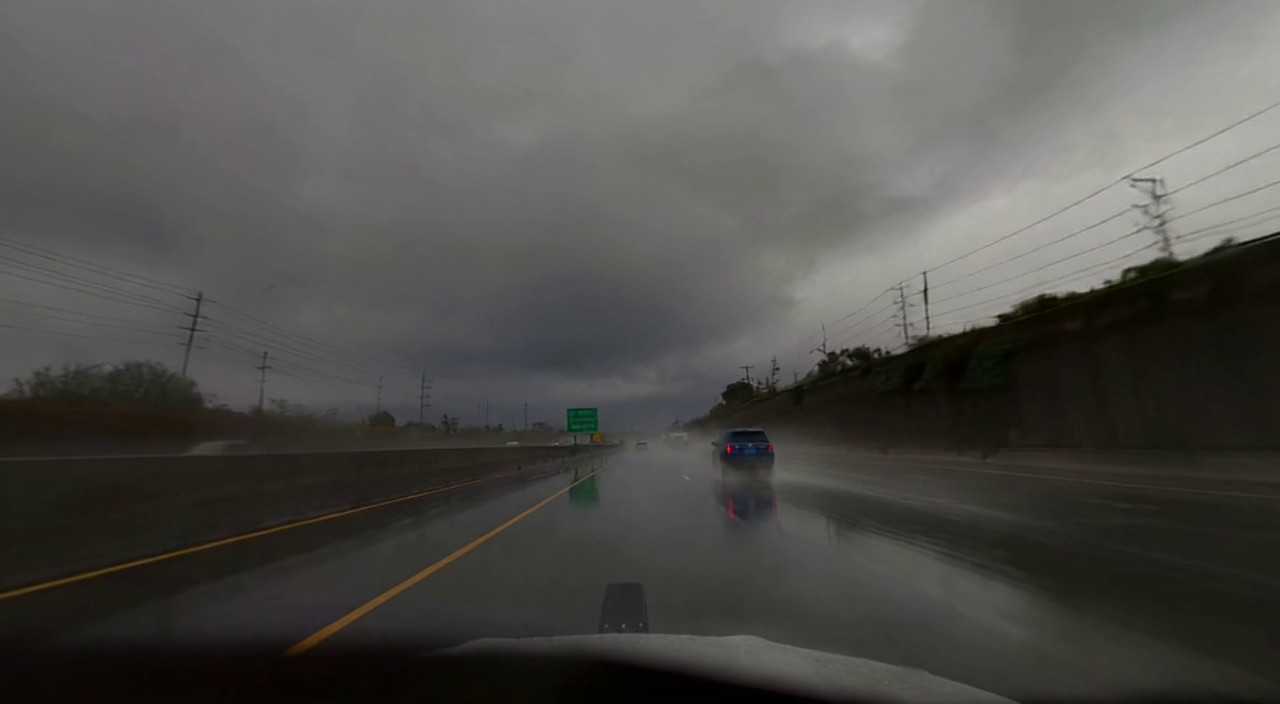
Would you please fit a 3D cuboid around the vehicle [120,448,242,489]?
[{"bbox_3d":[-17.994,4.543,24.961,2.039,1.458,3.724,0,-8,-1],"label":"vehicle"}]

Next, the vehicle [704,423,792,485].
[{"bbox_3d":[3.492,3.395,21.296,2.120,1.832,4.287,0,-8,-1],"label":"vehicle"}]
